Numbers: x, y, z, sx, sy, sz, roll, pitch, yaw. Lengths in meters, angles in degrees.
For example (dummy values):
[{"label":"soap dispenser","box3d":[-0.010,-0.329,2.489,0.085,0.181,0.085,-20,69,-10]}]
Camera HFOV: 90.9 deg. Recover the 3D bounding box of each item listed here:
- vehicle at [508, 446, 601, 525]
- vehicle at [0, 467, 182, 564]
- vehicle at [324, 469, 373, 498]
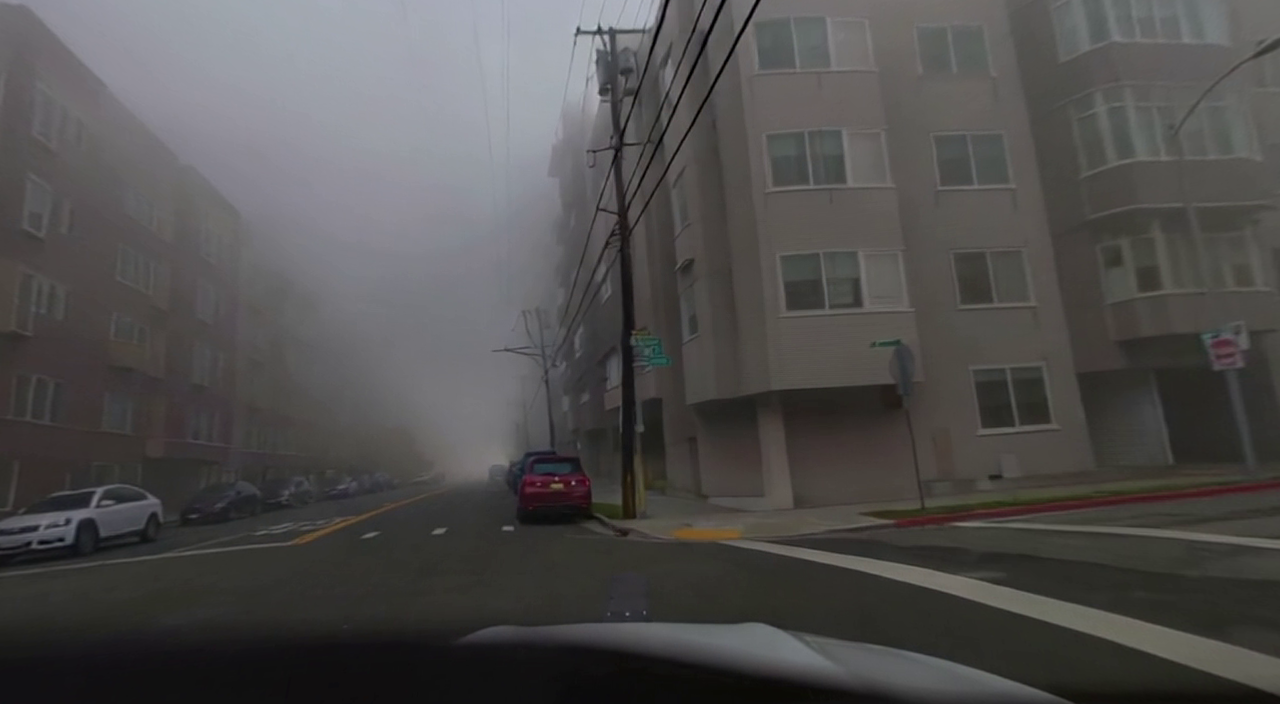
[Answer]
[{"label":"vehicle","box3d":[-2.480,3.572,17.460,2.164,1.721,4.416,-3,-8,-11]},{"label":"vehicle","box3d":[-13.711,3.878,15.582,2.140,1.874,4.475,1,-9,-13]},{"label":"vehicle","box3d":[-19.160,8.607,41.596,2.032,1.641,4.162,1,-9,-13]}]
